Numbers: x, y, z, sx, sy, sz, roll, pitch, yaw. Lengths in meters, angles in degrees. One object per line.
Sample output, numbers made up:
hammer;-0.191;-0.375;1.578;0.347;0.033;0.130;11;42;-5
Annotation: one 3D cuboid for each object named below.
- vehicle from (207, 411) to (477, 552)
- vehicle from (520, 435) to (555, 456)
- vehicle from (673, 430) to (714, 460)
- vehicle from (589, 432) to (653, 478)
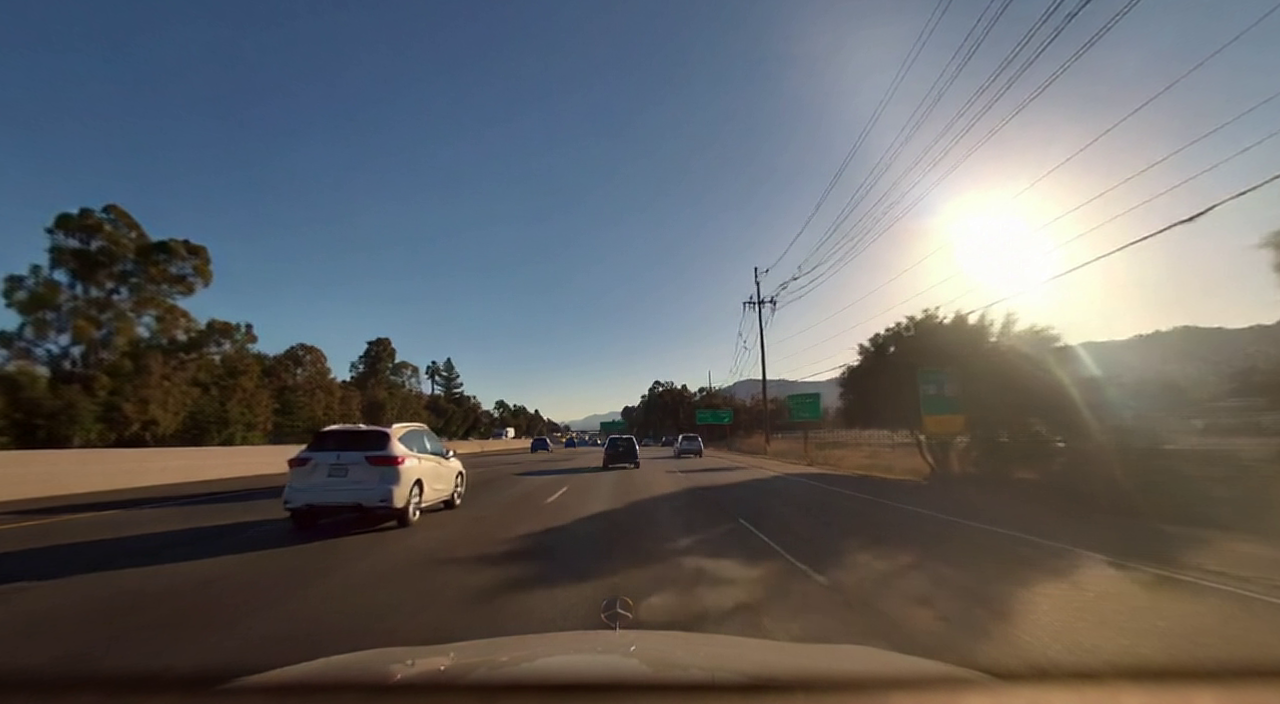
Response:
vehicle;-4.019;1.800;9.585;1.901;1.601;4.610;0;-8;-1
vehicle;-7.769;7.100;48.097;1.992;1.494;4.133;0;-8;0
vehicle;3.179;5.650;38.432;1.950;1.695;4.446;0;-8;-2
vehicle;-0.636;3.580;22.231;2.086;1.488;3.440;0;-8;-1
